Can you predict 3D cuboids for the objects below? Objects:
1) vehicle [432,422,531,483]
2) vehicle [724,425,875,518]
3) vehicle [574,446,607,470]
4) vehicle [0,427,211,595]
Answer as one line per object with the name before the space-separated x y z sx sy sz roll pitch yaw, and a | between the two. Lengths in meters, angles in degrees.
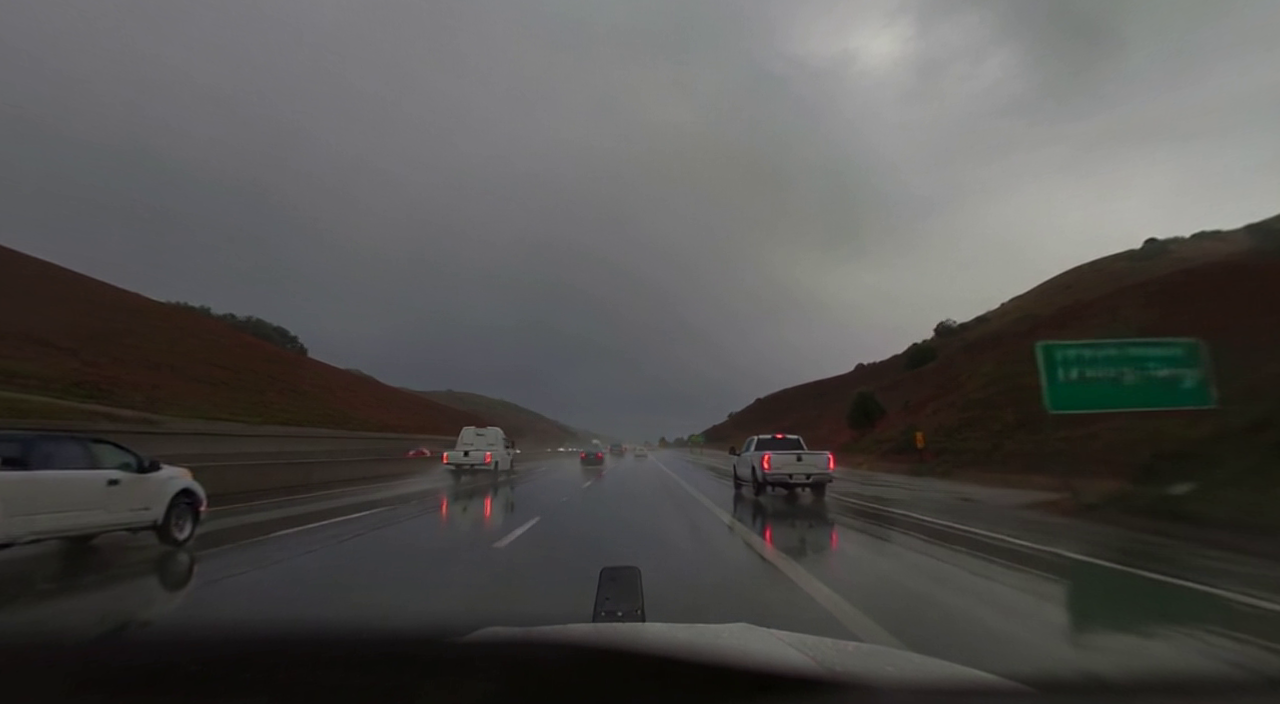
vehicle | -7.207 4.740 29.798 2.937 2.509 7.090 0 -9 -1
vehicle | 3.422 2.690 14.659 2.231 1.789 4.700 0 -9 0
vehicle | -3.414 7.385 44.189 2.009 1.593 4.378 0 -9 -1
vehicle | -6.941 1.543 6.252 1.935 1.550 4.883 0 -9 0
